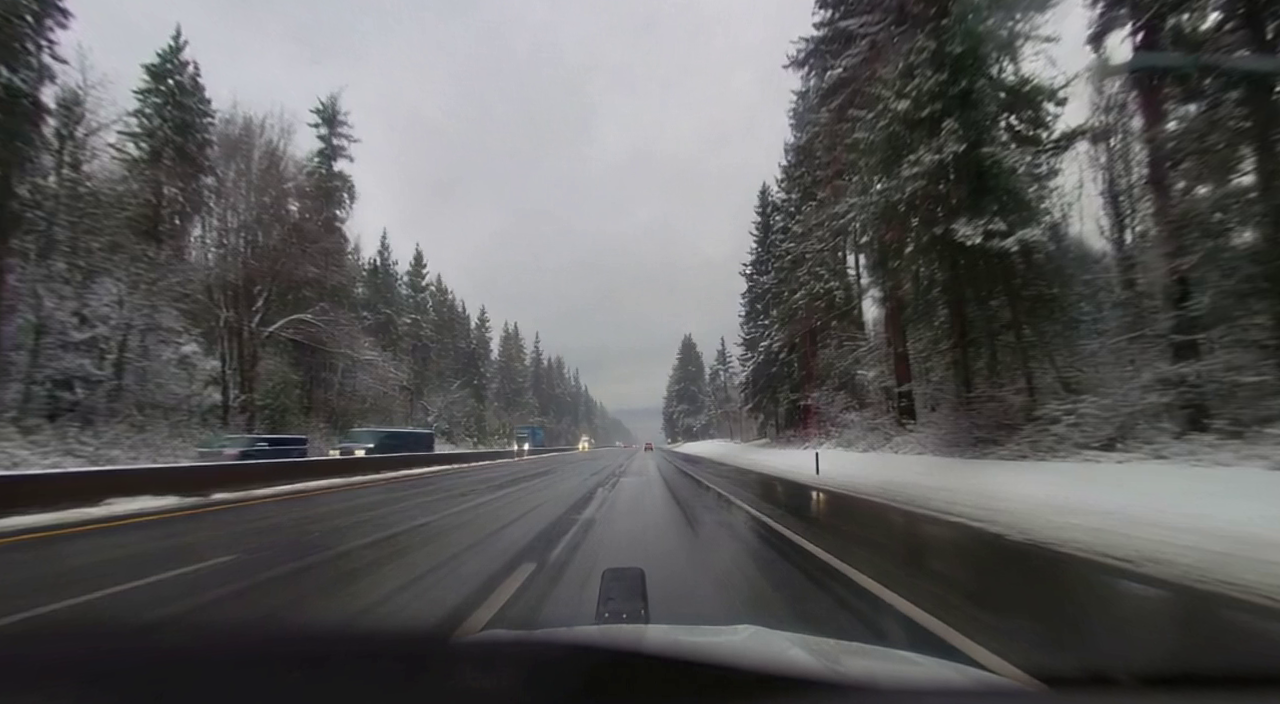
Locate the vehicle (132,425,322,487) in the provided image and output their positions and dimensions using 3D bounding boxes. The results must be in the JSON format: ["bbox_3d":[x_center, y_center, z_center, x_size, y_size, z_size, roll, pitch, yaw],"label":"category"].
[{"bbox_3d":[-13.116,3.358,20.697,2.293,1.736,5.712,0,-8,1],"label":"vehicle"}]

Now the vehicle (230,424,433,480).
[{"bbox_3d":[-12.932,4.411,28.425,2.672,1.964,12.269,0,-8,2],"label":"vehicle"}]
